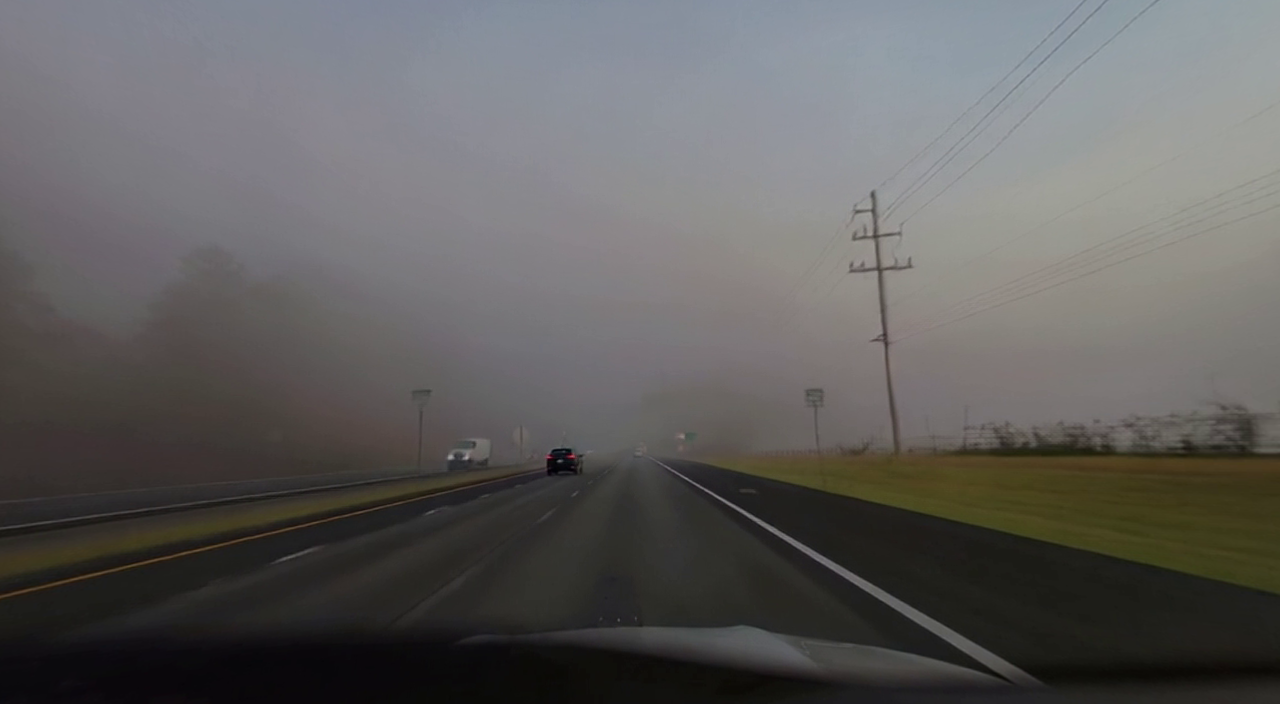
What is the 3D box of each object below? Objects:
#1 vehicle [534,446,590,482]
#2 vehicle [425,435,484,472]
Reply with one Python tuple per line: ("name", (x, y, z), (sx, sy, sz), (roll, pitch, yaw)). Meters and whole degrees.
("vehicle", (-3.621, 5.297, 29.922), (2.123, 1.545, 4.404), (0, -9, 0))
("vehicle", (-13.623, 7.546, 46.586), (2.240, 2.488, 6.830), (0, -9, 0))
